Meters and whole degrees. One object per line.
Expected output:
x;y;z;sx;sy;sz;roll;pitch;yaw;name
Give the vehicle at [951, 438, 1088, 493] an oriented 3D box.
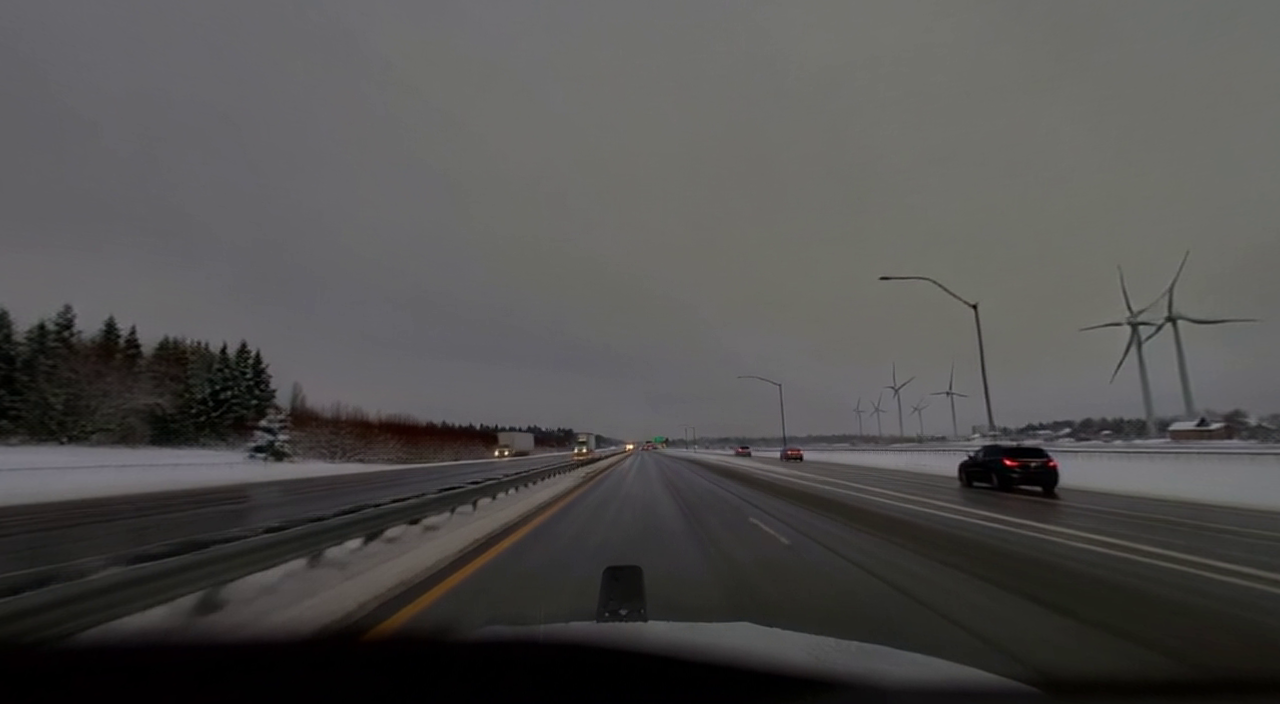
12.953;3.896;21.946;1.897;1.669;4.825;0;-9;2;vehicle
